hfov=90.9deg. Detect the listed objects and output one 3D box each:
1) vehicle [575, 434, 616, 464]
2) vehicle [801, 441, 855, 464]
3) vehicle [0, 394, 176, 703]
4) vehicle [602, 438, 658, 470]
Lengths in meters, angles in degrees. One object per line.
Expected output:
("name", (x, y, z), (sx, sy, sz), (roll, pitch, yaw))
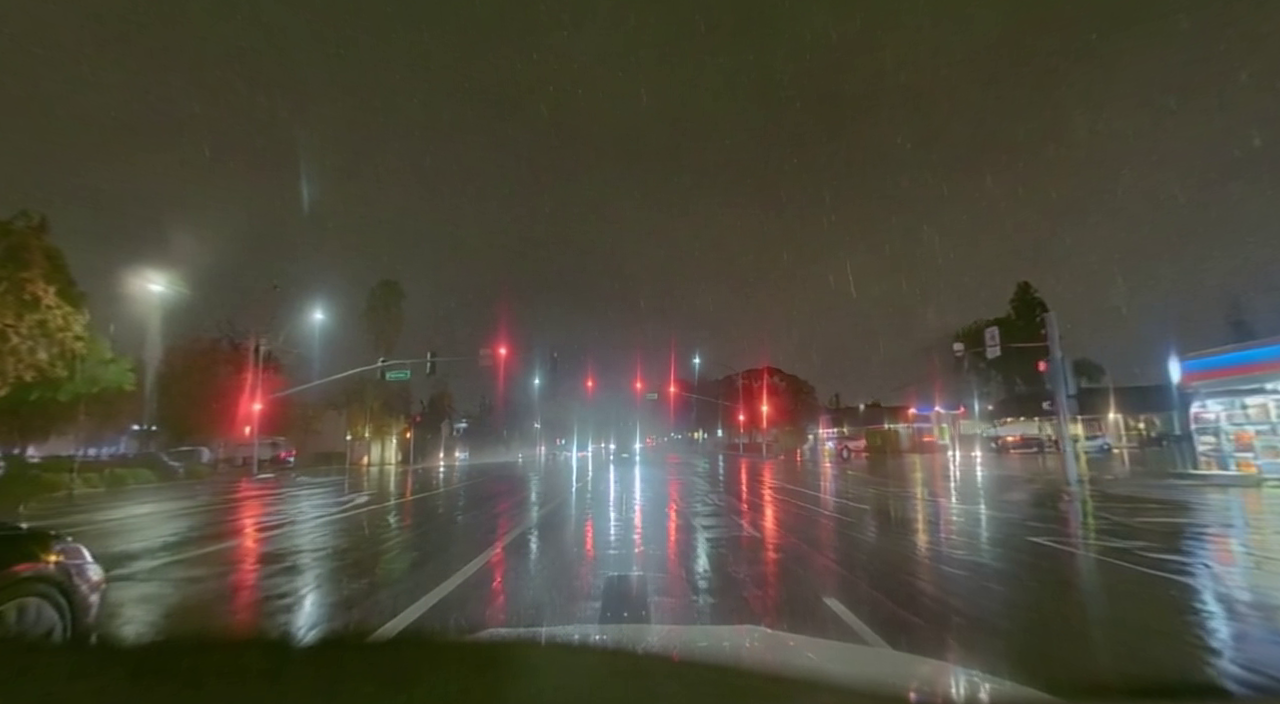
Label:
("vehicle", (-2.806, 6.226, 40.690), (2.160, 1.803, 4.419), (-1, -8, 2))
("vehicle", (12.686, 6.695, 42.315), (1.810, 1.463, 4.245), (-8, -11, 41))
("vehicle", (-3.457, 0.707, 1.022), (2.018, 1.470, 4.346), (0, -8, 1))
("vehicle", (-0.403, 5.058, 31.359), (2.082, 1.460, 4.442), (-2, -8, 9))
